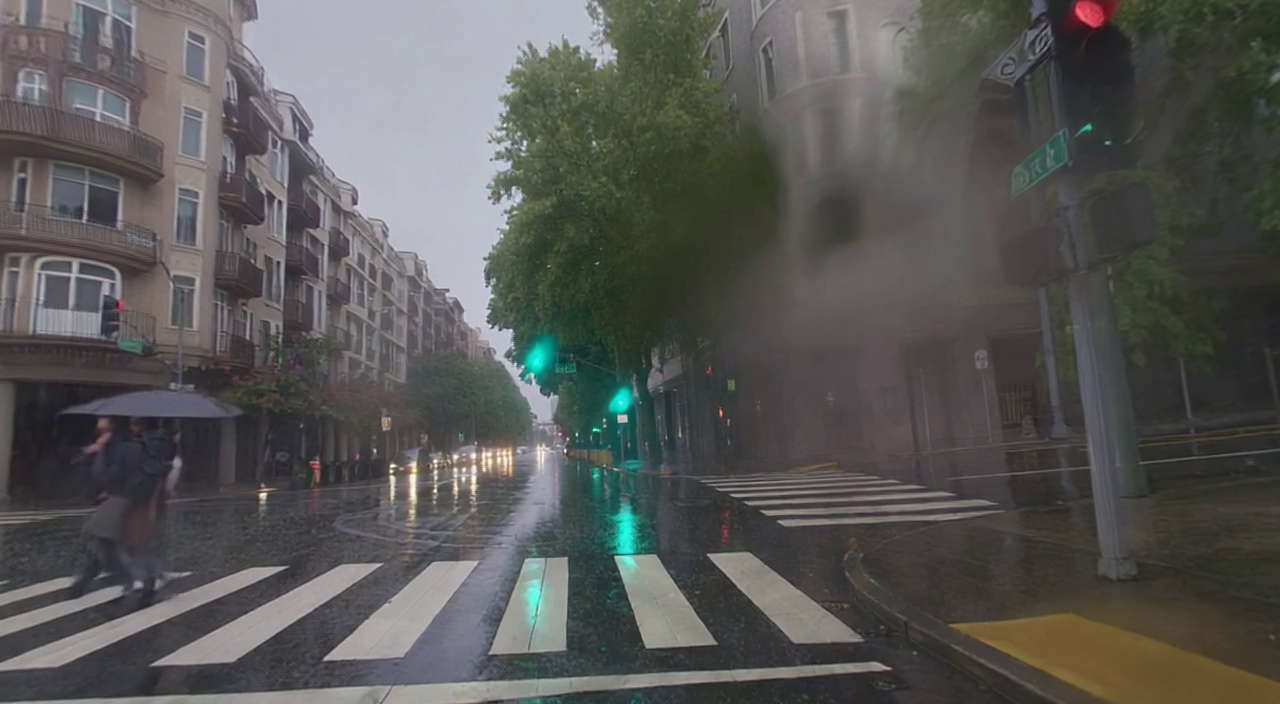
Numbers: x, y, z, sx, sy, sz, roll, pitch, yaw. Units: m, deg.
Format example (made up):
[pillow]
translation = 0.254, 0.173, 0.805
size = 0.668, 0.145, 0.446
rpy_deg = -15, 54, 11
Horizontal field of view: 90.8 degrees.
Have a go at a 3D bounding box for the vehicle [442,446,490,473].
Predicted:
[vehicle]
translation = -10.454, 6.469, 38.170
size = 2.196, 1.503, 4.371
rpy_deg = 1, -8, -8
